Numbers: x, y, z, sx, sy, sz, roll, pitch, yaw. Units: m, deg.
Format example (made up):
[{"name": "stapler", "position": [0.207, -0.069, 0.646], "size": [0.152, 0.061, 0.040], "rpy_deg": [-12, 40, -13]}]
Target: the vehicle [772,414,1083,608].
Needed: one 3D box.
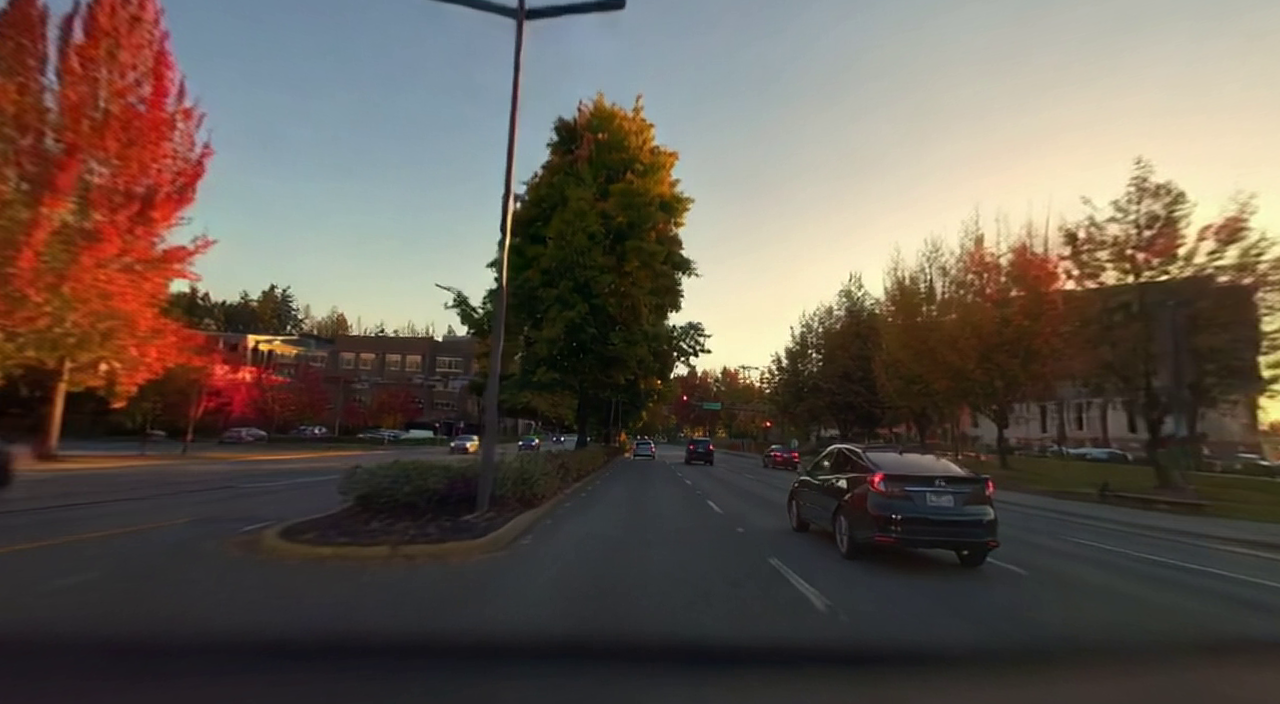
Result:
[{"name": "vehicle", "position": [2.969, 1.696, 7.592], "size": [1.901, 1.634, 3.896], "rpy_deg": [2, -8, 0]}]

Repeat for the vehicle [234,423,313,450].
[{"name": "vehicle", "position": [-26.740, 6.234, 46.253], "size": [2.149, 1.809, 5.973], "rpy_deg": [1, -9, 0]}]

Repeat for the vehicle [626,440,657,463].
[{"name": "vehicle", "position": [0.084, 6.670, 42.459], "size": [1.991, 1.477, 3.814], "rpy_deg": [0, -8, 1]}]

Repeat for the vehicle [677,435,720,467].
[{"name": "vehicle", "position": [3.567, 6.104, 39.121], "size": [2.154, 1.844, 4.634], "rpy_deg": [0, -8, -1]}]
